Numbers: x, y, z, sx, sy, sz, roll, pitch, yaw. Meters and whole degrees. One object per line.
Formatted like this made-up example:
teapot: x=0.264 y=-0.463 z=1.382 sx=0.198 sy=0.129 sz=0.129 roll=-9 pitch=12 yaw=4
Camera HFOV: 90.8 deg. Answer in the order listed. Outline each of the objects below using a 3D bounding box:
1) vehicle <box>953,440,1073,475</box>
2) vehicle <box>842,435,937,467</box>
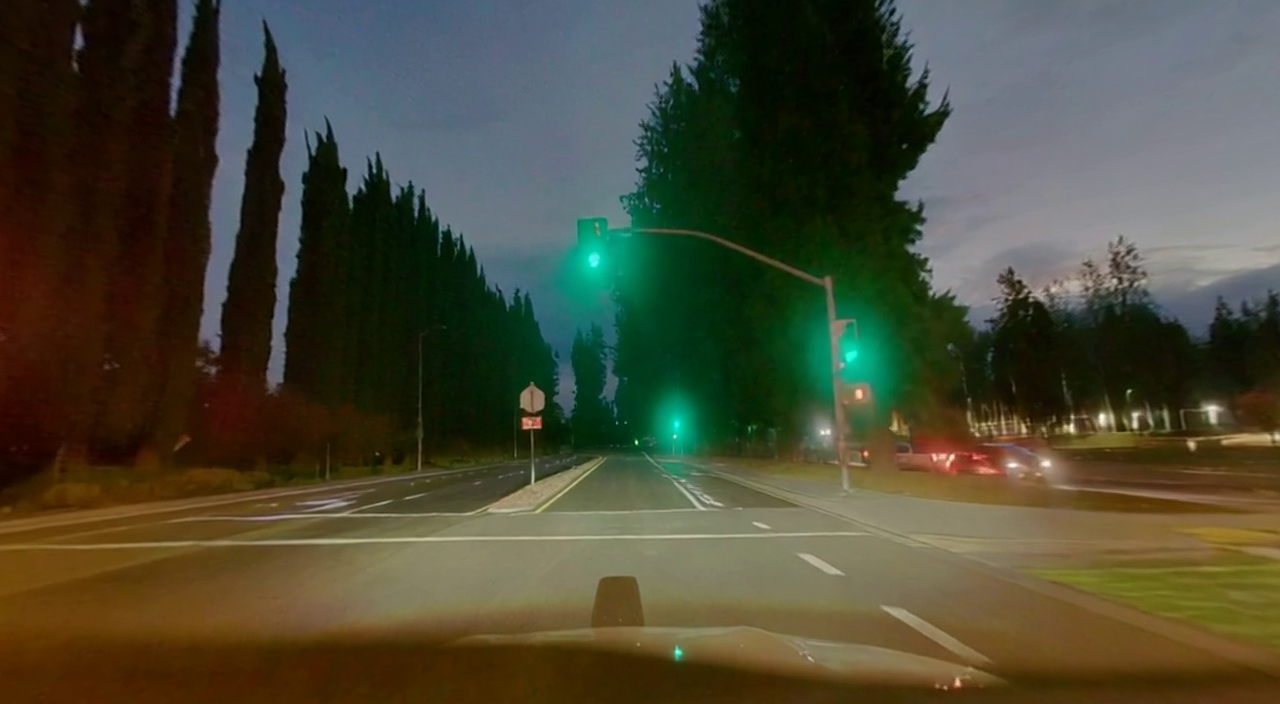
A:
vehicle: x=15.573 y=4.412 z=26.526 sx=3.914 sy=1.415 sz=1.626 roll=0 pitch=-9 yaw=3
vehicle: x=14.506 y=5.806 z=36.951 sx=4.725 sy=1.716 sz=2.003 roll=0 pitch=-11 yaw=5
